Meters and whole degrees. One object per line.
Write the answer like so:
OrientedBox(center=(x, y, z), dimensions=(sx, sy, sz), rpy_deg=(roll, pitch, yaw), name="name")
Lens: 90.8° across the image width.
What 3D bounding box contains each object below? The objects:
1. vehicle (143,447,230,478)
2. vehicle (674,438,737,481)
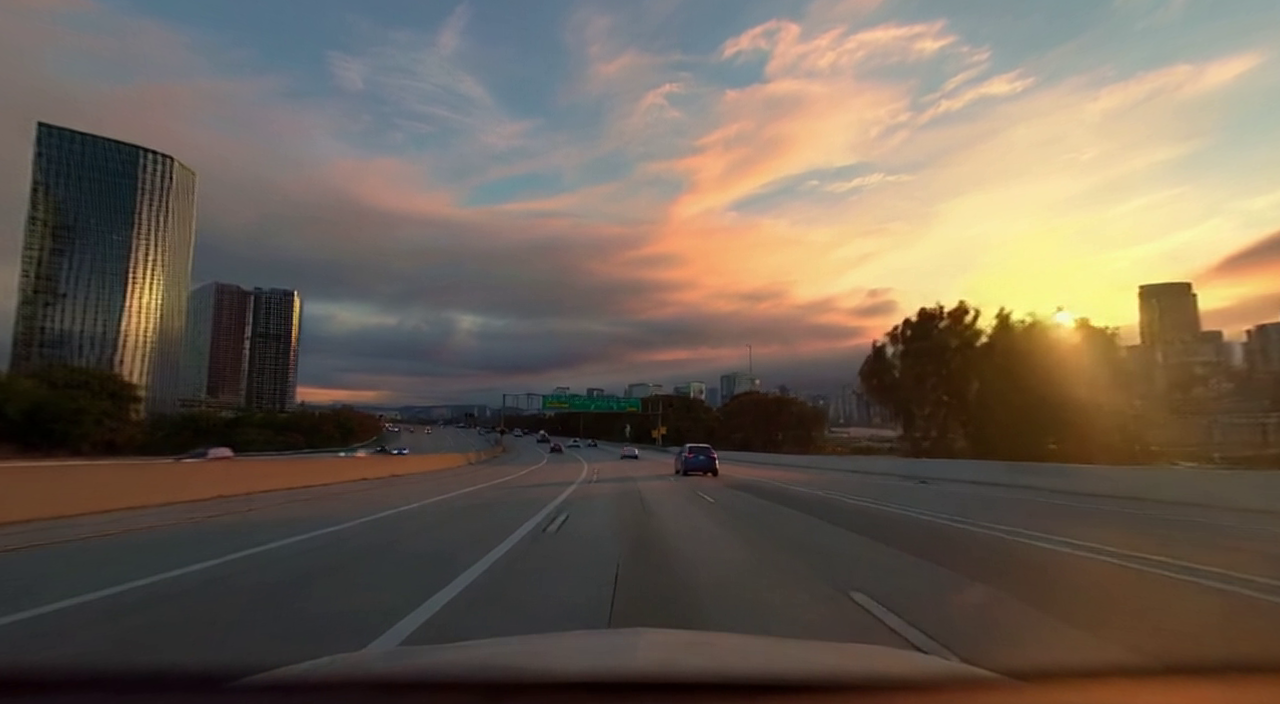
OrientedBox(center=(-25.995, 6.331, 36.458), dimensions=(1.914, 1.650, 4.384), rpy_deg=(0, -8, -3), name="vehicle")
OrientedBox(center=(2.931, 4.938, 29.326), dimensions=(2.110, 1.780, 4.682), rpy_deg=(0, -8, -4), name="vehicle")
